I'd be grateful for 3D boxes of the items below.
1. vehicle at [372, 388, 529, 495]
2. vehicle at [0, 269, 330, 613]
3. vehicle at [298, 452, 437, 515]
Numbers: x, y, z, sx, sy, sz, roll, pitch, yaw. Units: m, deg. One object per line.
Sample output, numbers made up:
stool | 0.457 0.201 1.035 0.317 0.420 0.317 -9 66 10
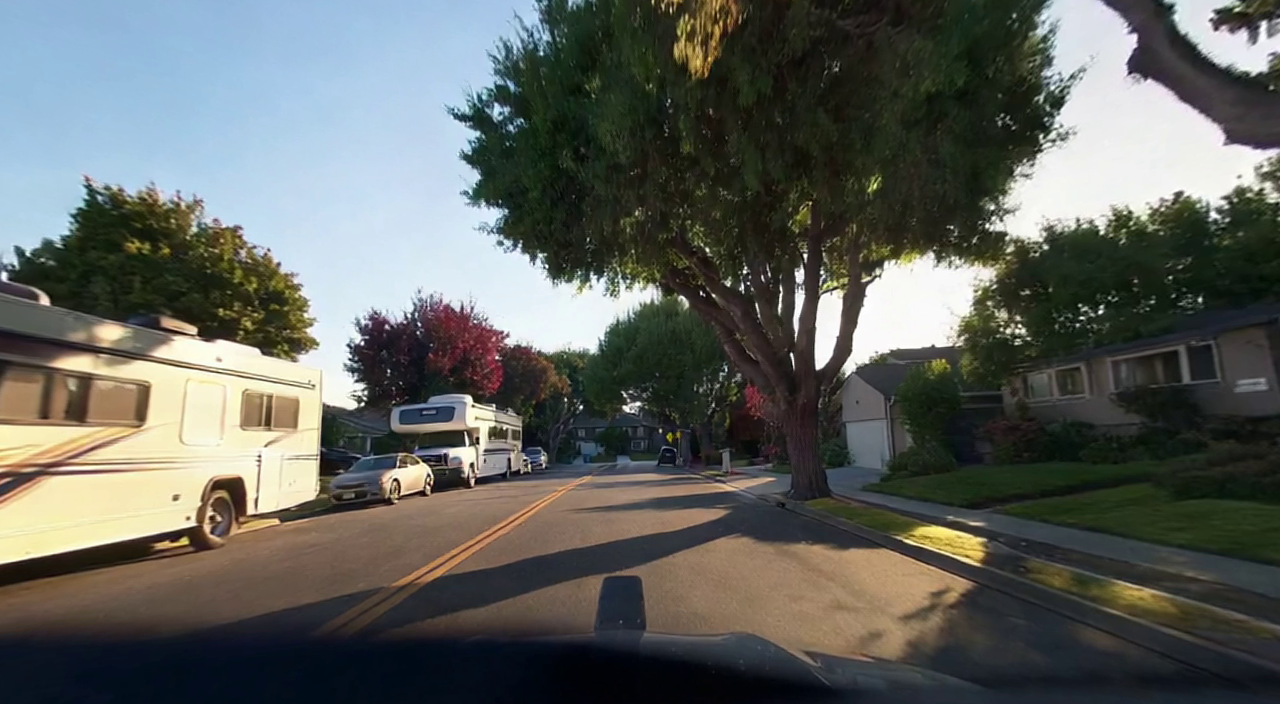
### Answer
vehicle | -7.259 3.929 26.756 3.103 3.479 11.801 -1 -10 0
vehicle | -7.292 1.031 7.213 2.889 3.119 8.837 0 -9 1
vehicle | -7.374 3.567 17.677 1.932 1.438 4.552 0 -8 -1
